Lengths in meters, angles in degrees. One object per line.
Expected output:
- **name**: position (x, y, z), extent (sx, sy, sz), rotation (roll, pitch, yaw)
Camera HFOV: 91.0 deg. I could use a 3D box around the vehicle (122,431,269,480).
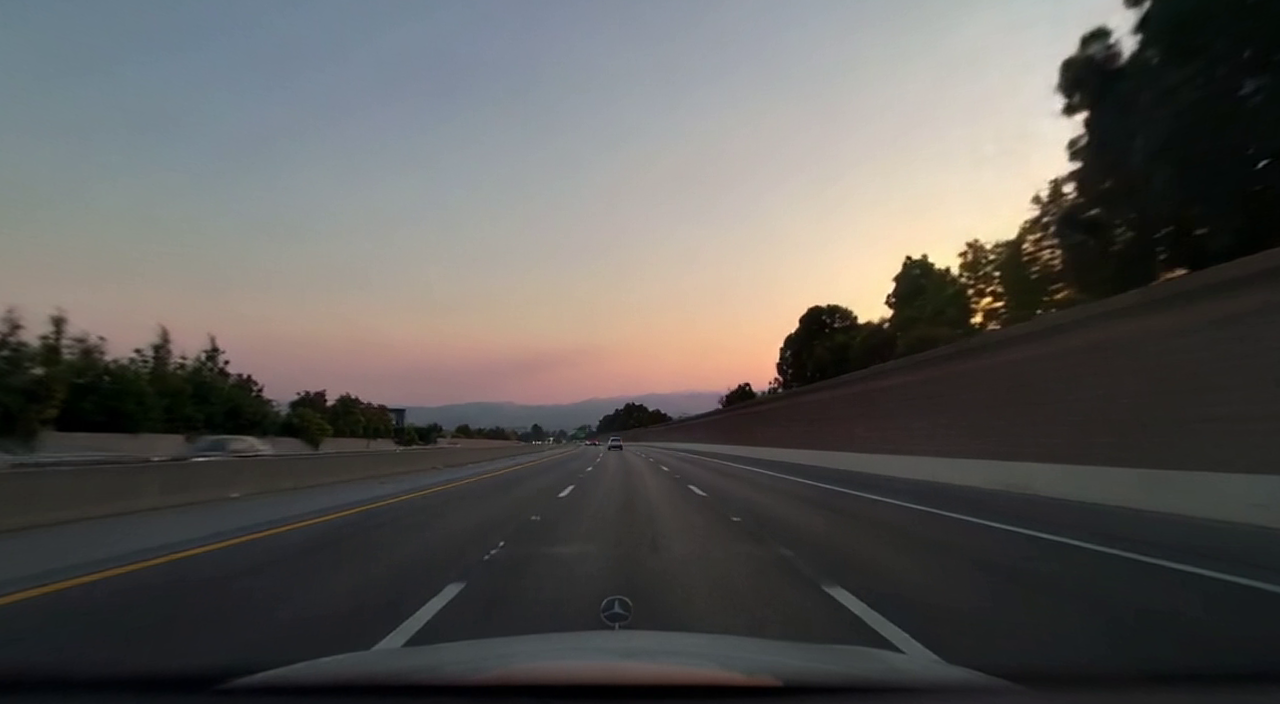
- **vehicle**: position (-15.907, 3.715, 22.924), extent (1.923, 1.544, 4.791), rotation (0, -8, -1)
